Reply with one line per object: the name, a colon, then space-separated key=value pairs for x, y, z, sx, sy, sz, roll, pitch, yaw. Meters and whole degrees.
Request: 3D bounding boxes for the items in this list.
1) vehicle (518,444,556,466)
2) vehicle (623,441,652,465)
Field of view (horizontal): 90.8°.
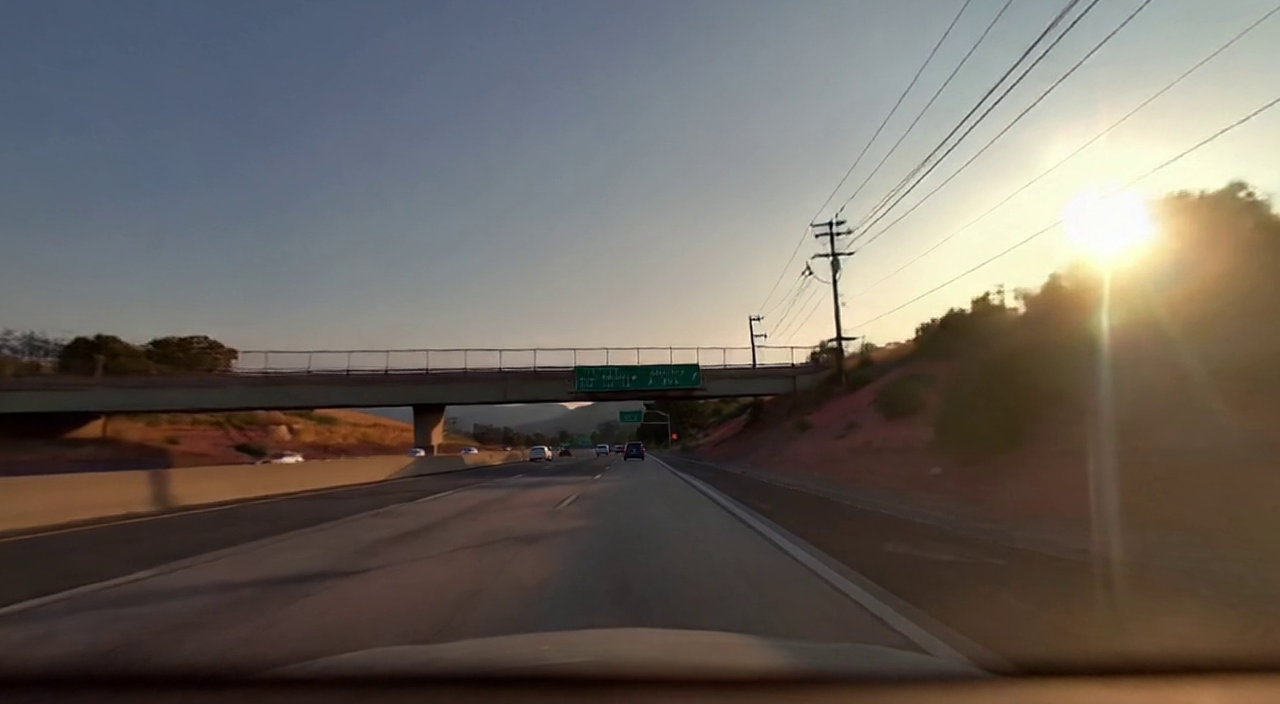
vehicle: x=-7.508 y=7.537 z=46.400 sx=2.077 sy=1.511 sz=4.323 roll=0 pitch=-8 yaw=0
vehicle: x=-0.175 y=7.588 z=47.758 sx=2.063 sy=1.715 sz=4.299 roll=0 pitch=-8 yaw=0
